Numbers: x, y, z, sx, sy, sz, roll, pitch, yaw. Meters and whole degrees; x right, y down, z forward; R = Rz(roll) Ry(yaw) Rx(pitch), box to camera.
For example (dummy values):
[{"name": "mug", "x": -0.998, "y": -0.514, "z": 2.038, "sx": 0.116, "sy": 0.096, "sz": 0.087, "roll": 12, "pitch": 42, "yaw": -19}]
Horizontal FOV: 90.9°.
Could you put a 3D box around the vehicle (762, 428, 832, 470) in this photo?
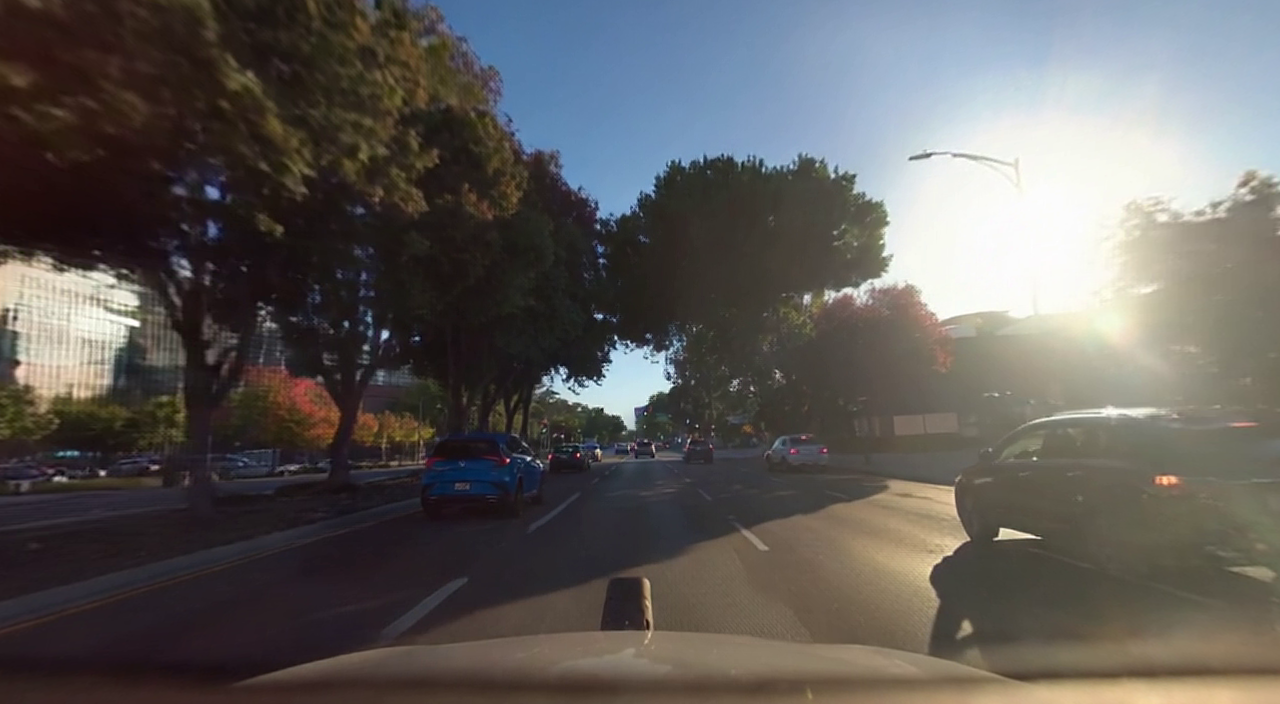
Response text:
[{"name": "vehicle", "x": 7.192, "y": 4.512, "z": 29.355, "sx": 2.076, "sy": 1.793, "sz": 4.464, "roll": 0, "pitch": -8, "yaw": 0}]

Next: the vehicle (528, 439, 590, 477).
[{"name": "vehicle", "x": -3.348, "y": 4.485, "z": 26.918, "sx": 2.036, "sy": 1.465, "sz": 4.301, "roll": -1, "pitch": -8, "yaw": 1}]

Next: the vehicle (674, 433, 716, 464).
[{"name": "vehicle", "x": 3.390, "y": 6.115, "z": 39.957, "sx": 2.178, "sy": 1.804, "sz": 4.766, "roll": 0, "pitch": -8, "yaw": -1}]

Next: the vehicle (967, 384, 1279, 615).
[{"name": "vehicle", "x": 5.689, "y": 1.388, "z": 6.841, "sx": 2.088, "sy": 1.666, "sz": 4.512, "roll": -1, "pitch": -8, "yaw": 4}]

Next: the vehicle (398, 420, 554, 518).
[{"name": "vehicle", "x": -3.258, "y": 2.435, "z": 13.589, "sx": 2.141, "sy": 1.719, "sz": 4.379, "roll": -1, "pitch": -8, "yaw": 1}]
